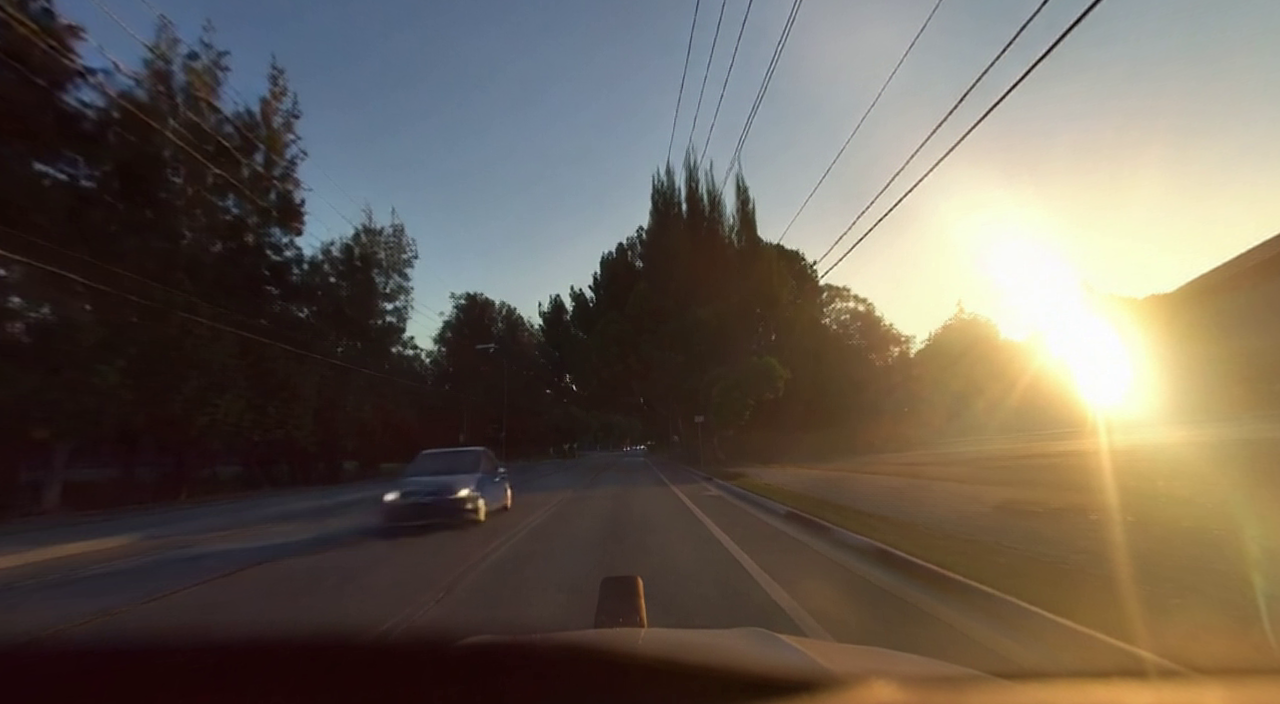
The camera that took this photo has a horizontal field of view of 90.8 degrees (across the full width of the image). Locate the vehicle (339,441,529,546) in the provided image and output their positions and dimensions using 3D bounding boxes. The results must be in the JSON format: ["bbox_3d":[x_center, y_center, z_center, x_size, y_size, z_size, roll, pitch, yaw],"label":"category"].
[{"bbox_3d":[-3.636,2.571,12.252,2.086,1.608,4.649,0,-9,0],"label":"vehicle"}]
